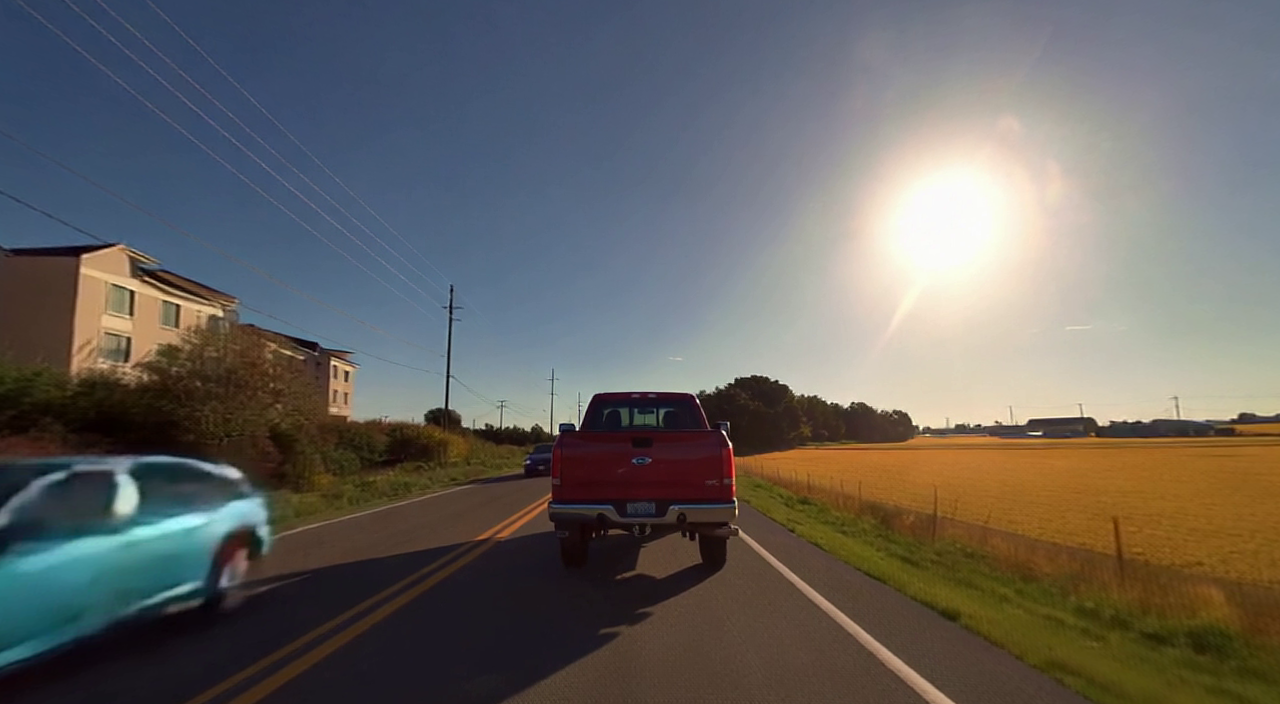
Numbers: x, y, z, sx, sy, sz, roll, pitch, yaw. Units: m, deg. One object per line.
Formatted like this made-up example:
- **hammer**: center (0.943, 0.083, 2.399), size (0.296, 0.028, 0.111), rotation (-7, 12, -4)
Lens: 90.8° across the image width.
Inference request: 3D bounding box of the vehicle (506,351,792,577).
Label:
- **vehicle**: center (-0.002, 1.673, 10.203), size (2.912, 2.320, 7.292), rotation (0, -8, -2)

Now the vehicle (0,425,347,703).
- **vehicle**: center (-4.072, 1.287, 4.352), size (2.014, 1.459, 4.349), rotation (0, -8, 0)
